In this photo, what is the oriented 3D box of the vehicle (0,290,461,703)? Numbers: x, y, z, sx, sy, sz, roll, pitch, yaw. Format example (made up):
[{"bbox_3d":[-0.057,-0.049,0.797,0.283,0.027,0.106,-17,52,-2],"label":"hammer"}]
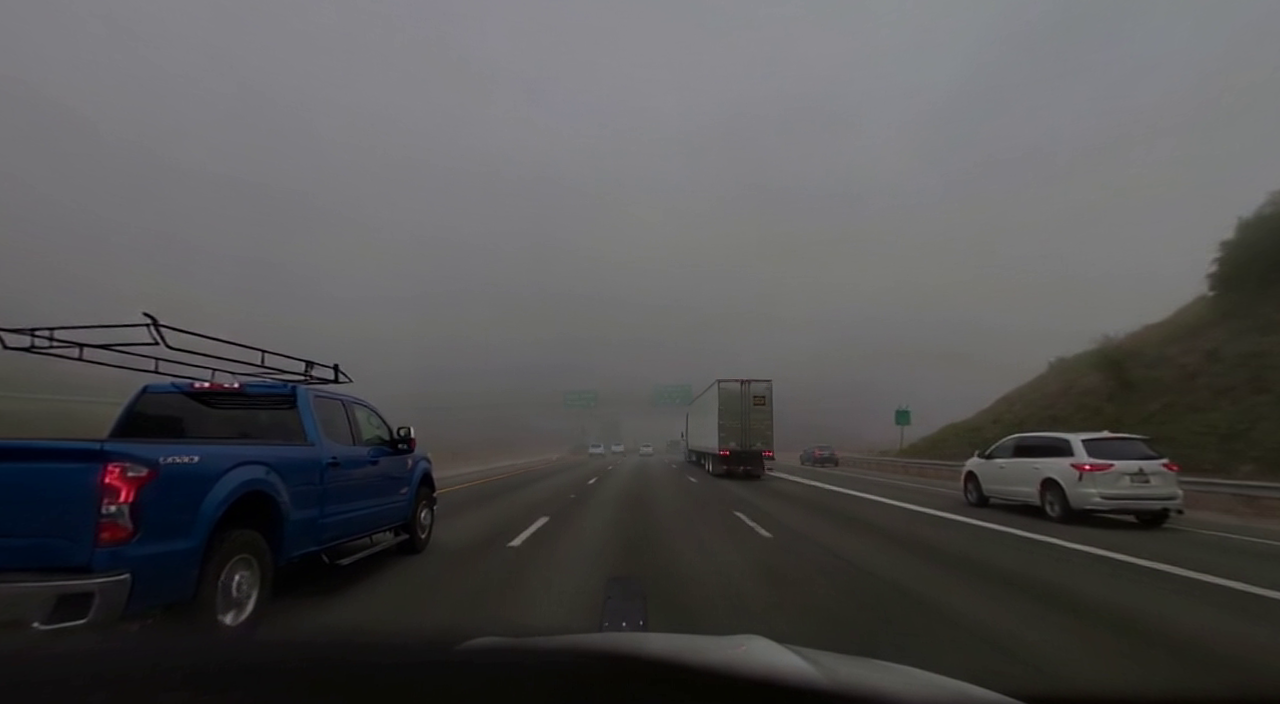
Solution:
[{"bbox_3d":[-3.873,1.202,5.797,2.599,2.054,6.288,0,-8,0],"label":"vehicle"}]

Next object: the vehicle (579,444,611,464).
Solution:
[{"bbox_3d":[-3.336,7.669,47.730,2.077,1.446,4.106,0,-8,0],"label":"vehicle"}]

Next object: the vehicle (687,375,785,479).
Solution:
[{"bbox_3d":[4.228,3.880,31.210,2.885,4.036,12.891,0,-8,0],"label":"vehicle"}]

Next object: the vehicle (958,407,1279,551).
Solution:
[{"bbox_3d":[7.209,1.852,9.889,1.999,1.700,4.640,0,-8,0],"label":"vehicle"}]
